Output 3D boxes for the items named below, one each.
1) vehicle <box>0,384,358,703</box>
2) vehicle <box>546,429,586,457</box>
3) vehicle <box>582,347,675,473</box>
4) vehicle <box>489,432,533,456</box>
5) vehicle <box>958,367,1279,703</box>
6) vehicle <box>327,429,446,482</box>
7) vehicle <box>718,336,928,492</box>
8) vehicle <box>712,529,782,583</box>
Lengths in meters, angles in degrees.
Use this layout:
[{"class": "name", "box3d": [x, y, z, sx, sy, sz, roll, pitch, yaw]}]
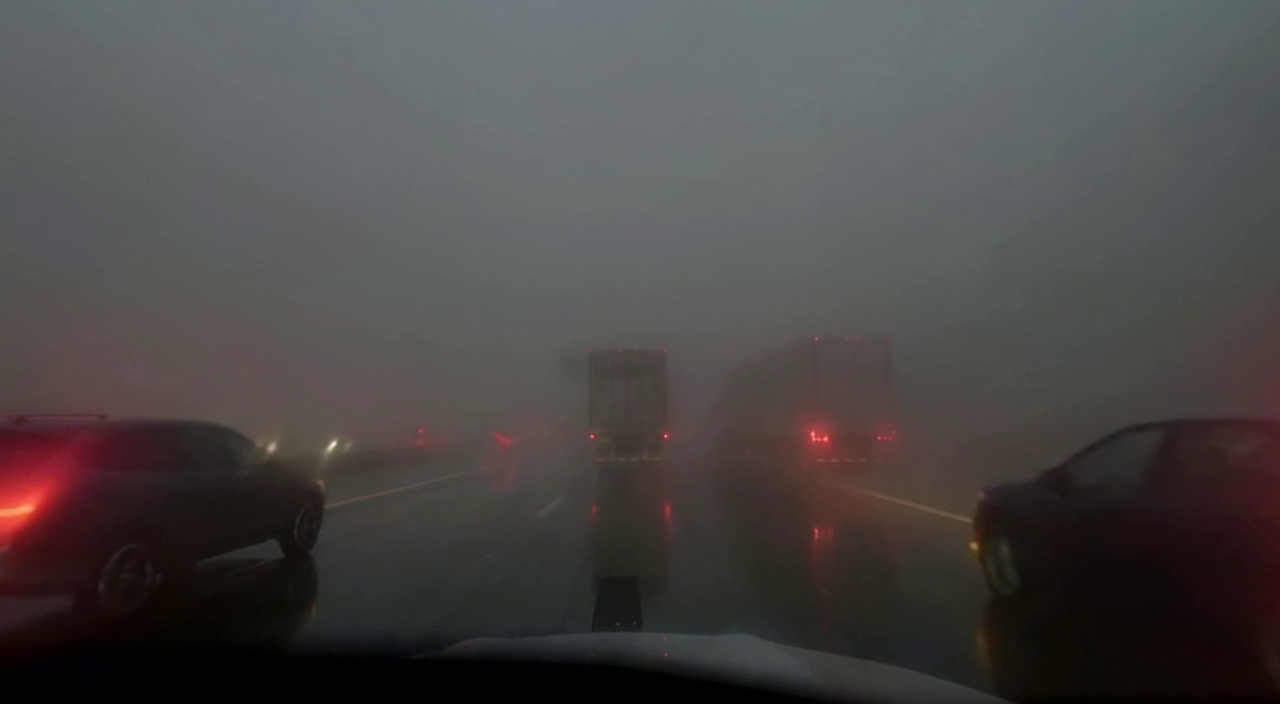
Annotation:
[{"class": "vehicle", "box3d": [-3.868, 1.129, 4.557, 1.882, 1.493, 3.828, 0, -8, -1]}, {"class": "vehicle", "box3d": [-4.540, 5.624, 39.066, 1.986, 1.612, 4.155, 0, -8, 0]}, {"class": "vehicle", "box3d": [-0.495, 2.486, 25.080, 2.938, 4.033, 9.980, 0, -8, -2]}, {"class": "vehicle", "box3d": [-8.603, 6.168, 42.246, 2.019, 1.471, 4.347, 0, -8, 0]}, {"class": "vehicle", "box3d": [3.387, 0.844, 2.563, 1.976, 1.513, 4.065, 0, -8, -1]}, {"class": "vehicle", "box3d": [-7.805, 3.203, 19.882, 1.909, 1.479, 4.425, 0, -8, 0]}, {"class": "vehicle", "box3d": [5.501, 2.502, 22.967, 2.863, 3.936, 14.058, 0, -8, -3]}, {"class": "vehicle", "box3d": [5.092, 9.834, 30.462, 2.835, 2.000, 2.696, 0, -7, -2]}]
